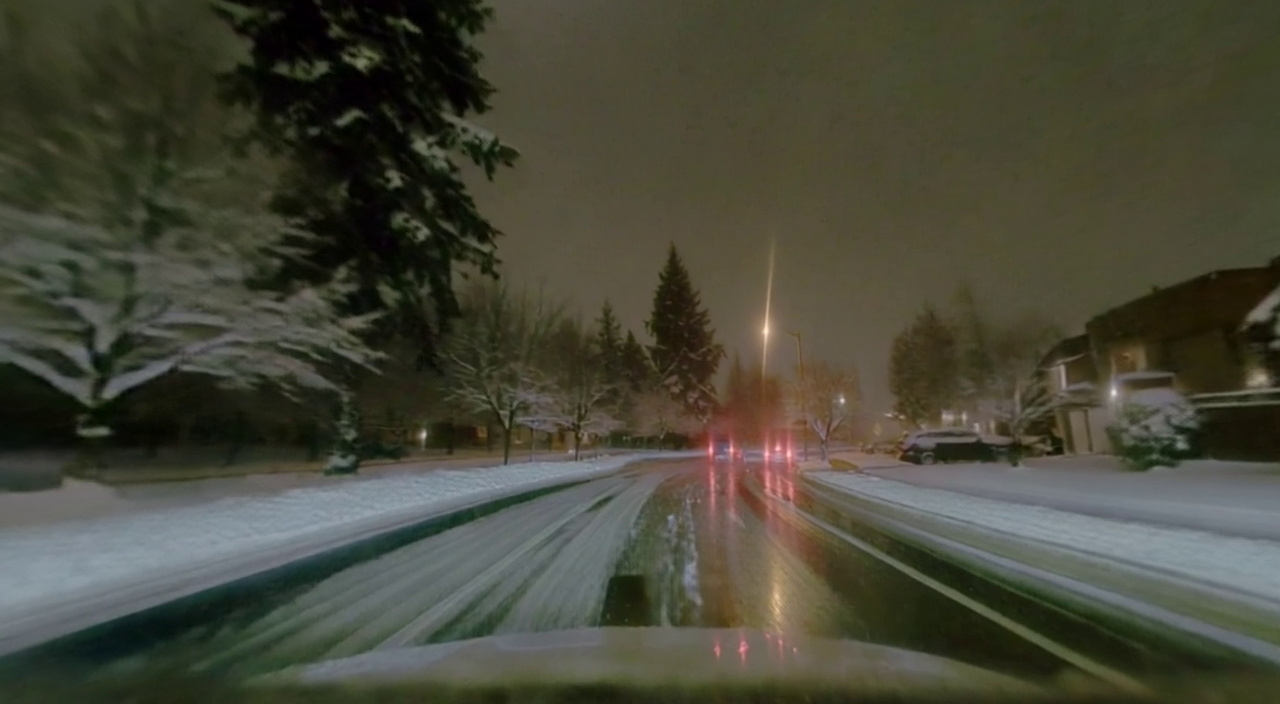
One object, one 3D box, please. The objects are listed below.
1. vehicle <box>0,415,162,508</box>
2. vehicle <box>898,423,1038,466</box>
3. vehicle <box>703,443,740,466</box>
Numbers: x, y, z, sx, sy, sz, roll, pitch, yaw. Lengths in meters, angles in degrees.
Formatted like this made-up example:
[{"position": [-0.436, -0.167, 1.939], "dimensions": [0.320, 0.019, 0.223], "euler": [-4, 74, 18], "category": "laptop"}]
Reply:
[{"position": [-12.919, 2.259, 13.191], "dimensions": [2.071, 1.728, 4.514], "euler": [0, -8, 4], "category": "vehicle"}, {"position": [14.435, 4.143, 28.086], "dimensions": [4.999, 1.791, 2.177], "euler": [-2, -9, 12], "category": "vehicle"}, {"position": [5.601, 6.922, 42.902], "dimensions": [2.050, 1.456, 4.003], "euler": [-2, -9, 14], "category": "vehicle"}]
